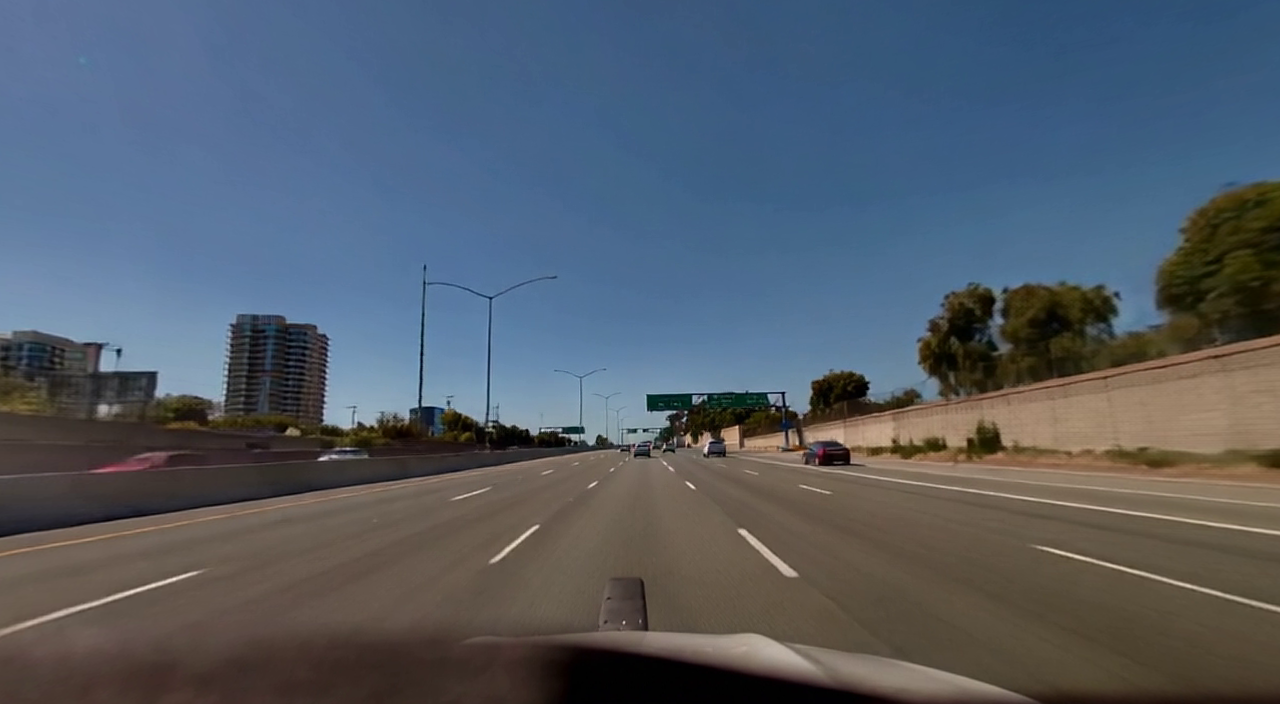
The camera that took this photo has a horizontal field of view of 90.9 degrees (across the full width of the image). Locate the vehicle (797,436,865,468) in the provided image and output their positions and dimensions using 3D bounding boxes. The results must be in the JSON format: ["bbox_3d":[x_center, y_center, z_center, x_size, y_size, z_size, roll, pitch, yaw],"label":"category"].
[{"bbox_3d":[9.839,5.176,32.824,2.000,1.514,4.585,0,-9,-1],"label":"vehicle"}]
